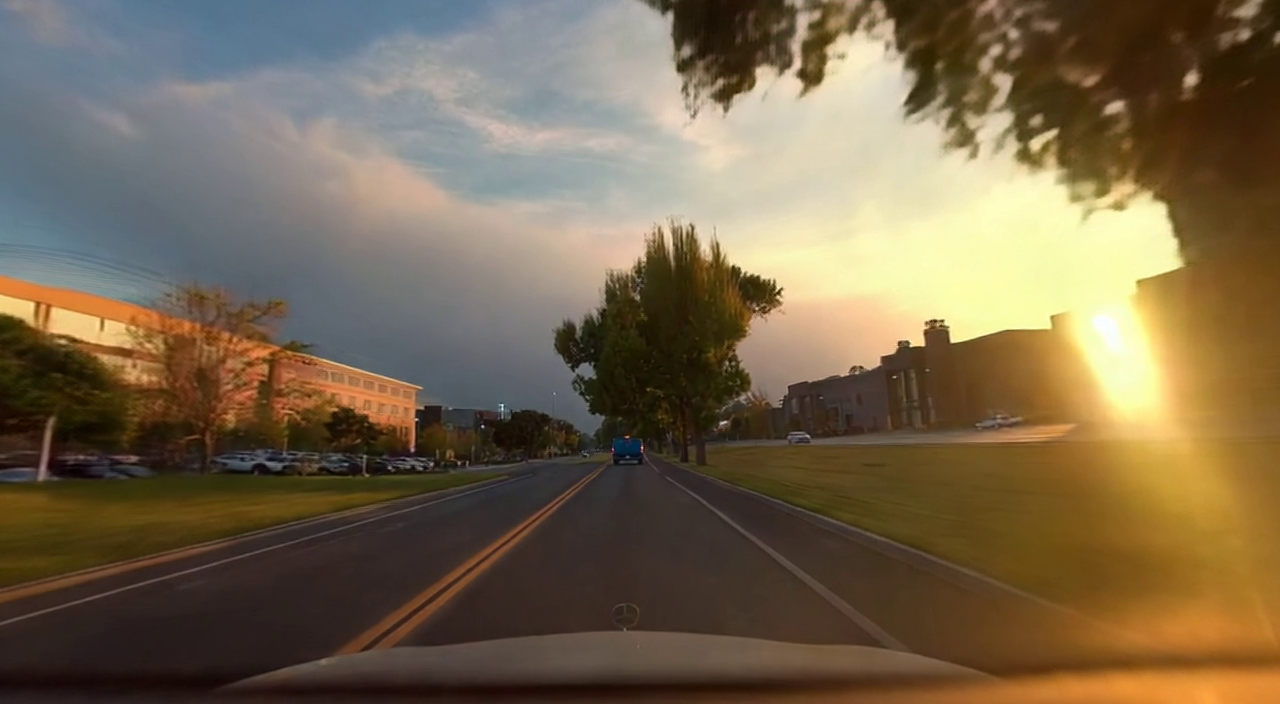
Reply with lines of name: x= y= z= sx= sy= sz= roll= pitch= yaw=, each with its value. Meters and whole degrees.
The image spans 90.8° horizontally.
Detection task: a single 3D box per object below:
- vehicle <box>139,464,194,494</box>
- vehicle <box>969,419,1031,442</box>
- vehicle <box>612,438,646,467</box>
vehicle: x=-27.358 y=7.270 z=36.438 sx=1.896 sy=1.481 sz=4.448 roll=8 pitch=-11 yaw=-42
vehicle: x=25.448 y=5.612 z=44.784 sx=1.816 sy=1.517 sz=3.920 roll=1 pitch=-8 yaw=-6
vehicle: x=-0.889 y=7.855 z=49.593 sx=2.556 sy=2.063 sz=5.578 roll=0 pitch=-8 yaw=-1
